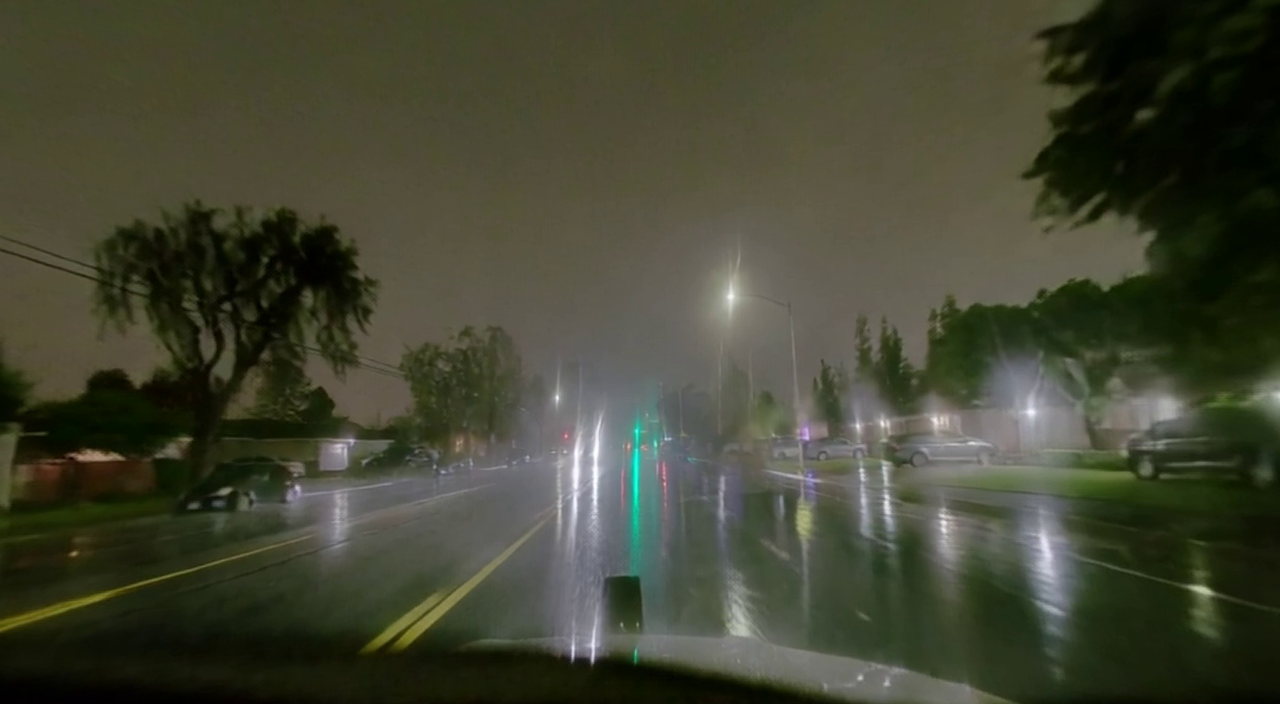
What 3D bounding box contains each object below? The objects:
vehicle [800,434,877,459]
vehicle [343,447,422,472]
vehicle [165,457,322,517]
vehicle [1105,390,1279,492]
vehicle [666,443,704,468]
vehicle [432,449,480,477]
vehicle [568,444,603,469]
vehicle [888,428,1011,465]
[{"bbox_3d":[12.428,5.958,39.740,4.183,1.516,1.884,-1,-8,3],"label":"vehicle"},{"bbox_3d":[-18.992,7.922,46.741,4.837,1.808,2.176,0,-8,-1],"label":"vehicle"},{"bbox_3d":[-11.466,3.891,18.697,1.851,1.459,4.295,0,-8,0],"label":"vehicle"},{"bbox_3d":[12.073,1.798,12.674,2.044,1.716,4.637,-1,-8,2],"label":"vehicle"},{"bbox_3d":[2.847,6.669,40.899,1.983,1.557,4.078,0,-8,-2],"label":"vehicle"},{"bbox_3d":[-12.048,7.270,41.667,1.822,1.699,4.791,0,-8,-1],"label":"vehicle"},{"bbox_3d":[-3.858,7.402,45.041,2.076,1.688,4.284,0,-8,1],"label":"vehicle"},{"bbox_3d":[12.994,3.990,26.720,4.237,1.476,1.743,0,-8,0],"label":"vehicle"}]
